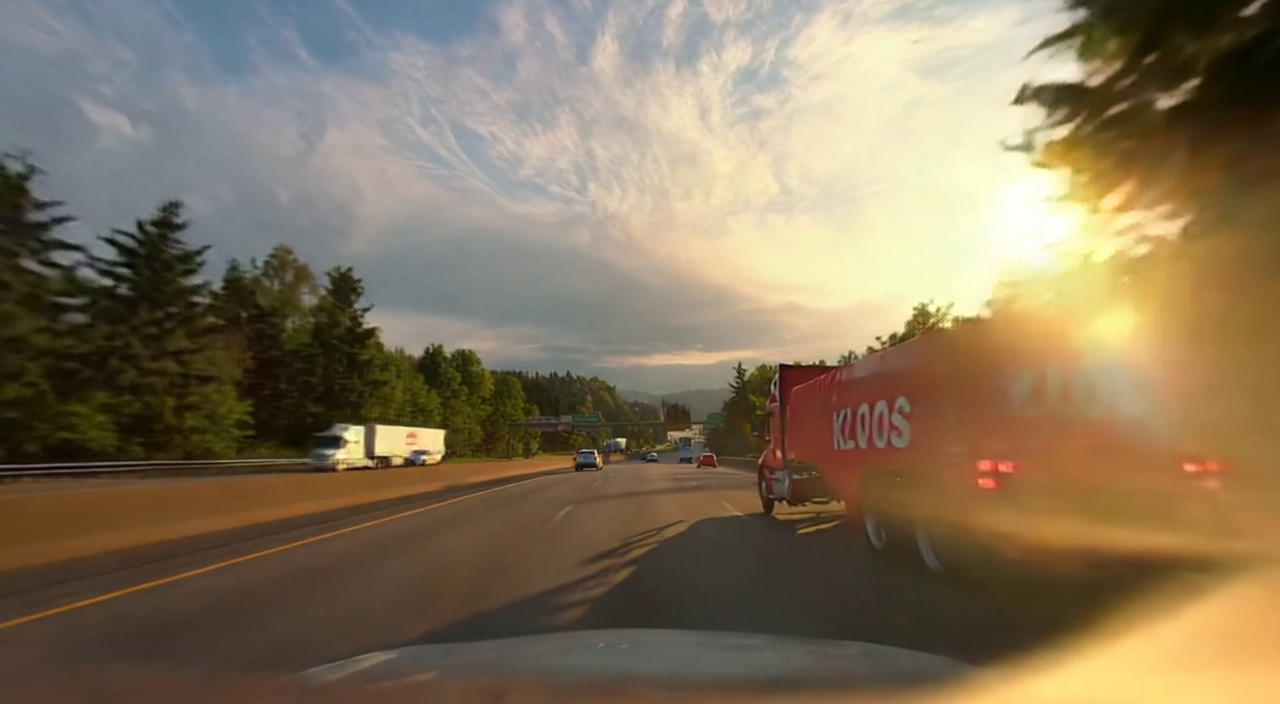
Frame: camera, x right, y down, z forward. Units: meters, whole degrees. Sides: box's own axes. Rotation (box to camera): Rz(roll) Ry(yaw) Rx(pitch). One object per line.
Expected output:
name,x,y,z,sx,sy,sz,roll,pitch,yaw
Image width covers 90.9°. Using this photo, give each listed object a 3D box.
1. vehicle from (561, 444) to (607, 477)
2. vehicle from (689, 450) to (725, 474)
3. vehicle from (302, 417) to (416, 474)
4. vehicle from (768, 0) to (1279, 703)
vehicle,-2.981,5.900,34.390,2.017,1.683,4.309,0,-9,1
vehicle,4.796,7.904,45.349,2.176,1.598,3.878,0,-9,0
vehicle,-19.865,6.846,45.711,2.915,3.605,11.295,0,-9,1
vehicle,4.358,0.748,8.738,2.914,3.998,11.103,0,-9,1
